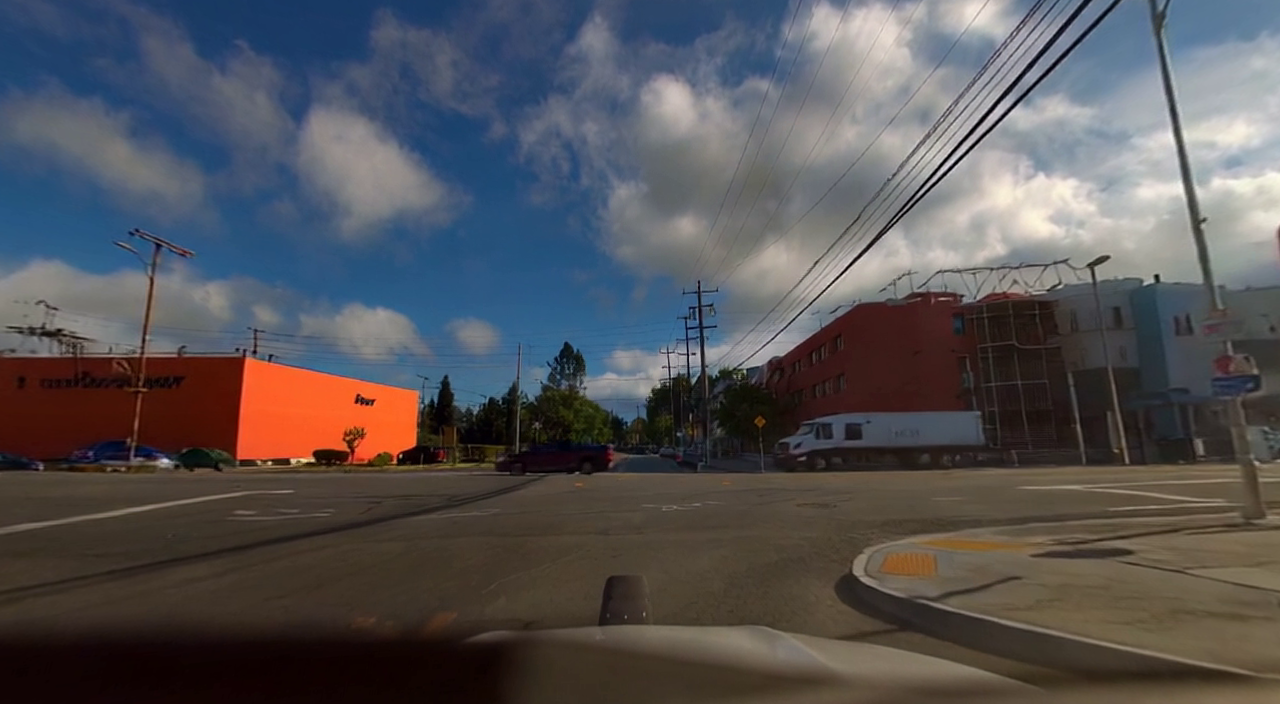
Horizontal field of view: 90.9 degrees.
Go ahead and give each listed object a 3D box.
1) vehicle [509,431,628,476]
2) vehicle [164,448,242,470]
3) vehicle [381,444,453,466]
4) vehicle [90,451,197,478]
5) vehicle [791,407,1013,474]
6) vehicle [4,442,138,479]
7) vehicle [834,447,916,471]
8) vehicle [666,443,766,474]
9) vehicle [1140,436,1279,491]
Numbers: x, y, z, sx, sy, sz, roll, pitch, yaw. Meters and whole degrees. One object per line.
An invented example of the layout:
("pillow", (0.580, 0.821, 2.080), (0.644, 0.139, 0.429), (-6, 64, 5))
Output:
("vehicle", (-3.178, 4.627, 28.879), (5.213, 1.960, 2.099), (0, -8, -2))
("vehicle", (-34.282, 8.393, 49.539), (4.674, 1.716, 1.860), (0, -8, -1))
("vehicle", (-17.377, 8.049, 49.276), (4.952, 1.662, 1.935), (0, -8, -2))
("vehicle", (-30.242, 6.849, 38.465), (4.869, 1.517, 1.819), (0, -8, -2))
("vehicle", (17.949, 6.130, 43.656), (14.239, 4.056, 2.970), (2, -8, -4))
("vehicle", (-28.537, 5.433, 31.744), (4.689, 1.803, 1.958), (0, -8, -2))
("vehicle", (14.705, 6.720, 39.575), (4.400, 1.419, 1.711), (0, -8, -3))
("vehicle", (3.851, 5.473, 32.510), (4.855, 1.493, 1.831), (1, -8, -3))
("vehicle", (17.564, 3.197, 18.253), (4.645, 1.464, 2.033), (1, -8, -7))
